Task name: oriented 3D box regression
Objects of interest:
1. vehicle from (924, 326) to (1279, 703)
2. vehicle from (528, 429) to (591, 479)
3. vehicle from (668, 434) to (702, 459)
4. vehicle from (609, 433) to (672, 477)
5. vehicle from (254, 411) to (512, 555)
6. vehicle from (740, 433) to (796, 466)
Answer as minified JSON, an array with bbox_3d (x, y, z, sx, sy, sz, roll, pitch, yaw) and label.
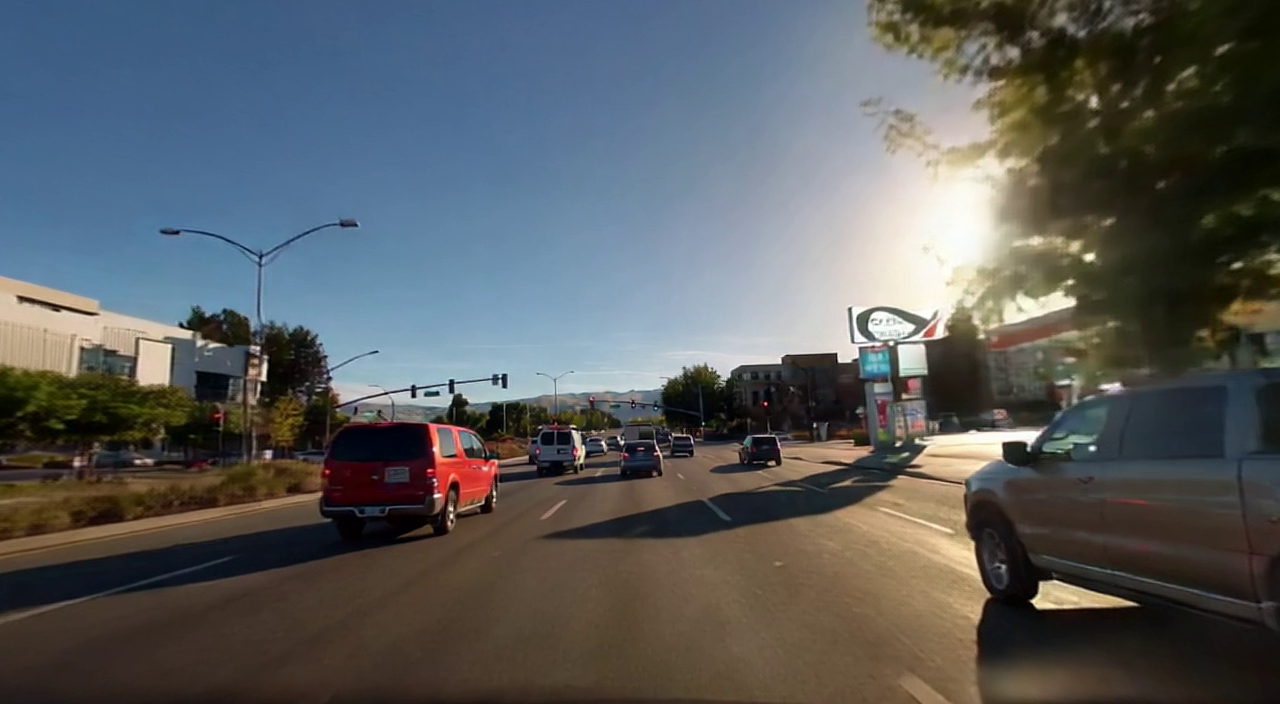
[{"bbox_3d":[3.751,0.939,3.621,2.055,1.786,4.817,0,-8,1],"label":"vehicle"},{"bbox_3d":[-3.386,4.392,27.299,2.025,1.936,4.995,0,-9,1],"label":"vehicle"},{"bbox_3d":[3.362,7.218,48.072,2.193,1.795,5.130,0,-8,-1],"label":"vehicle"},{"bbox_3d":[0.021,4.410,27.145,2.426,1.703,5.602,0,-8,0],"label":"vehicle"},{"bbox_3d":[-3.680,1.989,10.323,2.002,1.747,5.173,0,-8,0],"label":"vehicle"},{"bbox_3d":[6.935,5.328,34.469,2.119,1.696,4.623,0,-8,1],"label":"vehicle"}]
